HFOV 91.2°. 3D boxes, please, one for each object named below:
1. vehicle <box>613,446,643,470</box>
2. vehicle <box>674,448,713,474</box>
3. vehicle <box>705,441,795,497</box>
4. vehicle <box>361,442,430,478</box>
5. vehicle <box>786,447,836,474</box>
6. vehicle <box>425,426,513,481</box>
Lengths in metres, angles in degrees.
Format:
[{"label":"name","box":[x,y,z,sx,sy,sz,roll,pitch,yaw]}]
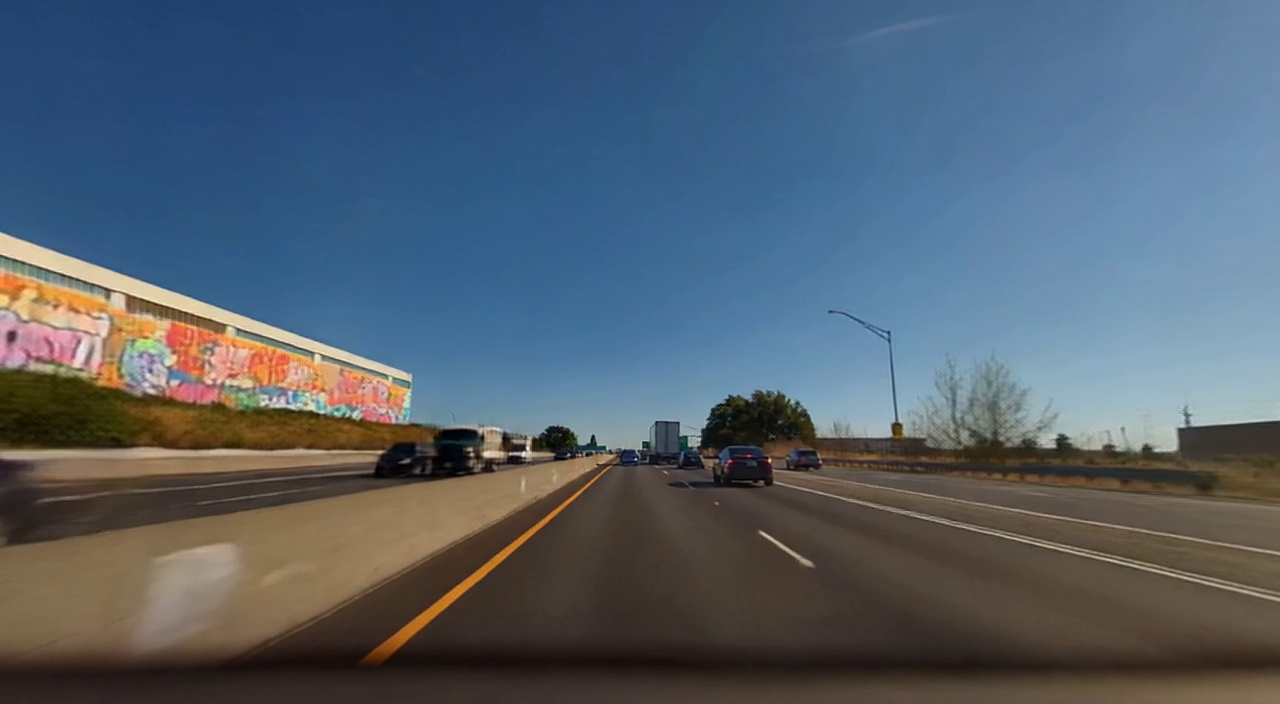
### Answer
[{"label":"vehicle","box":[-0.941,8.154,48.544,2.169,1.753,4.151,0,-9,-1]},{"label":"vehicle","box":[3.500,7.254,41.892,2.085,1.588,4.436,0,-9,-2]},{"label":"vehicle","box":[3.515,3.846,20.988,2.045,1.605,4.674,0,-9,-1]},{"label":"vehicle","box":[-12.898,5.712,33.391,1.990,1.733,4.225,0,-9,-1]},{"label":"vehicle","box":[11.140,7.086,41.162,2.107,1.648,4.324,0,-9,0]},{"label":"vehicle","box":[-8.542,5.189,32.276,2.544,2.471,6.965,0,-9,0]}]
